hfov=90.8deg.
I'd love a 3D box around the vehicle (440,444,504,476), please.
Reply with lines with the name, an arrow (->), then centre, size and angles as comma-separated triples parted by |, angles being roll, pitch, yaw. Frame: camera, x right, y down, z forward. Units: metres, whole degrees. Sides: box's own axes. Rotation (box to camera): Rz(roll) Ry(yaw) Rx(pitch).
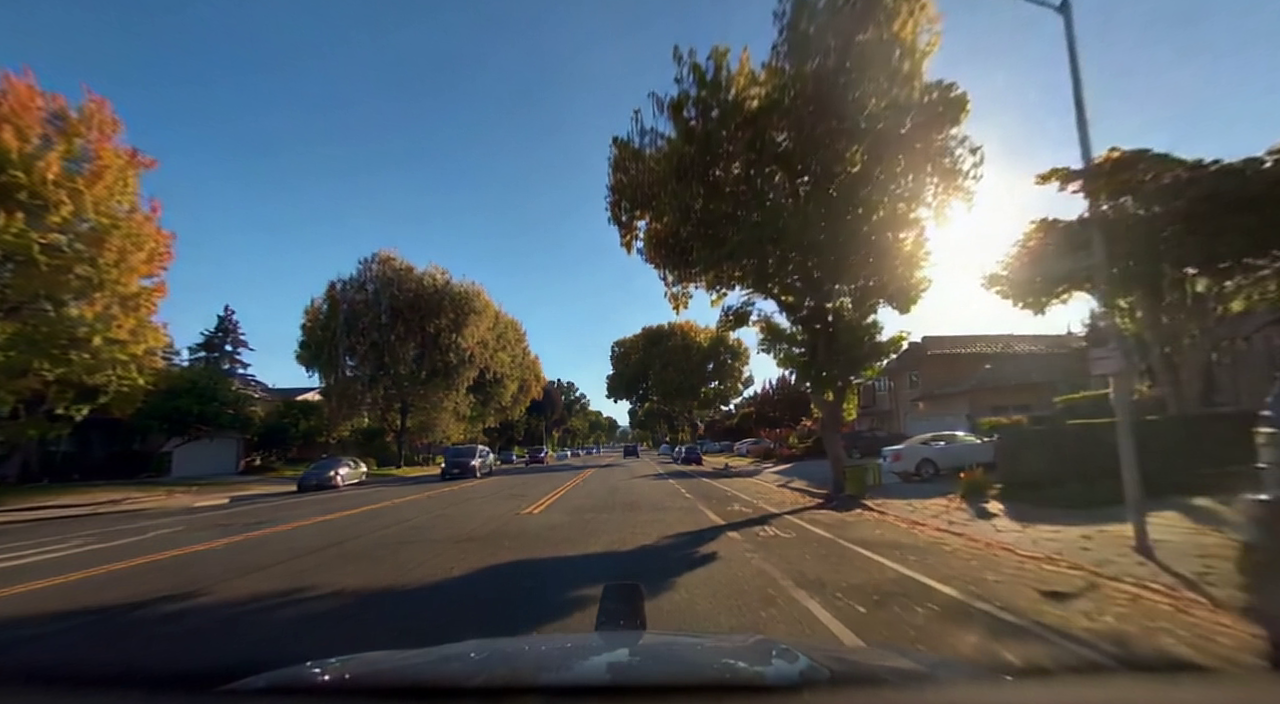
vehicle -> -8.540, 5.514, 32.520 | 1.973, 1.509, 4.651 | 0, -8, 0

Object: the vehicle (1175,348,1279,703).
vehicle -> 4.364, 0.658, 1.384 | 2.166, 1.858, 4.667 | 0, -8, -2

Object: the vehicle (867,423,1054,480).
vehicle -> 9.696, 3.040, 19.399 | 4.690, 1.579, 1.878 | 0, -8, -1

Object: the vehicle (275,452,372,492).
vehicle -> -13.361, 5.062, 27.030 | 1.850, 1.472, 4.511 | 0, -8, -1
